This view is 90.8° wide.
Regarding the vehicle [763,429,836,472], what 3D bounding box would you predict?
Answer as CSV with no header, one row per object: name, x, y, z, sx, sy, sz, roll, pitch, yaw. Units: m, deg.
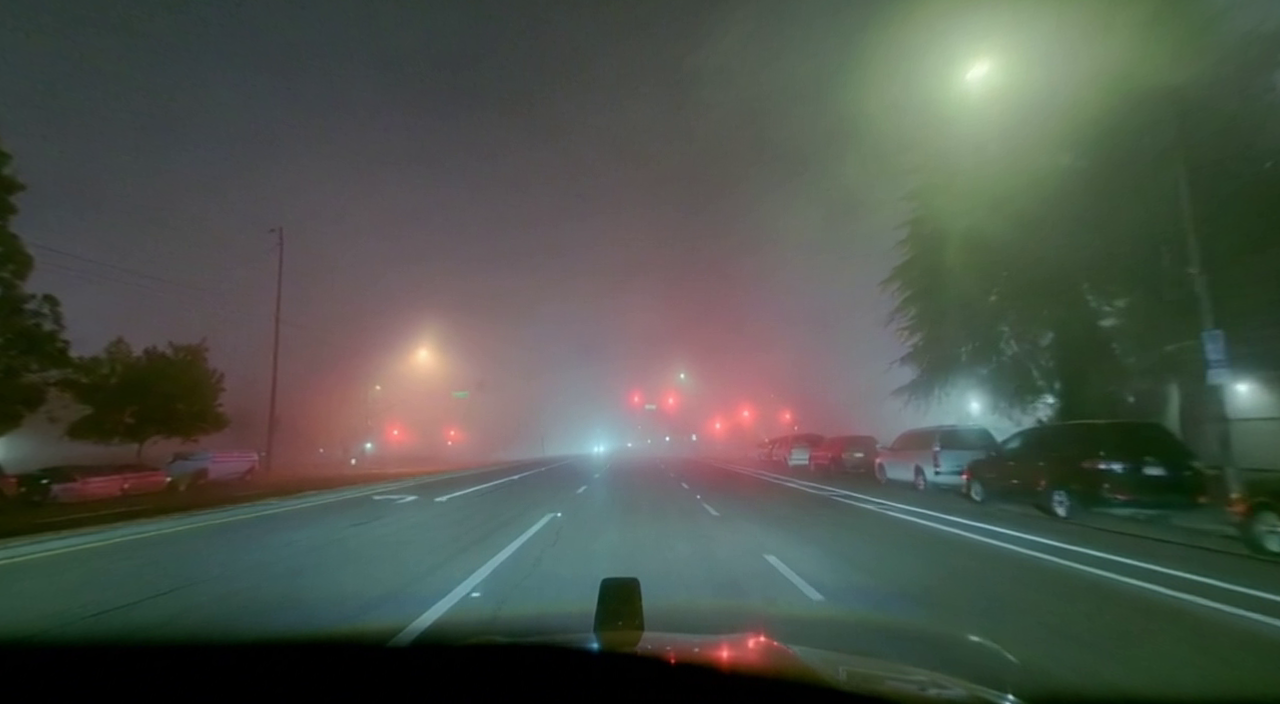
vehicle,7.654,4.798,30.949,2.130,1.877,5.334,0,-8,0

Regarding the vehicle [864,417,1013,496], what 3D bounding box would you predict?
vehicle,8.142,2.910,17.825,1.870,1.912,4.657,0,-8,0

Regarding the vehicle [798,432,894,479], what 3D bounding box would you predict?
vehicle,7.888,4.021,24.748,1.987,1.628,4.712,0,-8,-3

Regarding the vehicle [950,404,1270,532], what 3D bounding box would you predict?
vehicle,7.954,2.030,11.577,2.034,1.822,4.953,0,-8,0

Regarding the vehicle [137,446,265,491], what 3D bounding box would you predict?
vehicle,-22.304,5.886,32.517,2.328,1.929,6.055,-4,-8,0

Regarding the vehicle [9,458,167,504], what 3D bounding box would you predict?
vehicle,-22.276,5.176,25.864,1.878,1.561,5.061,0,-8,0
